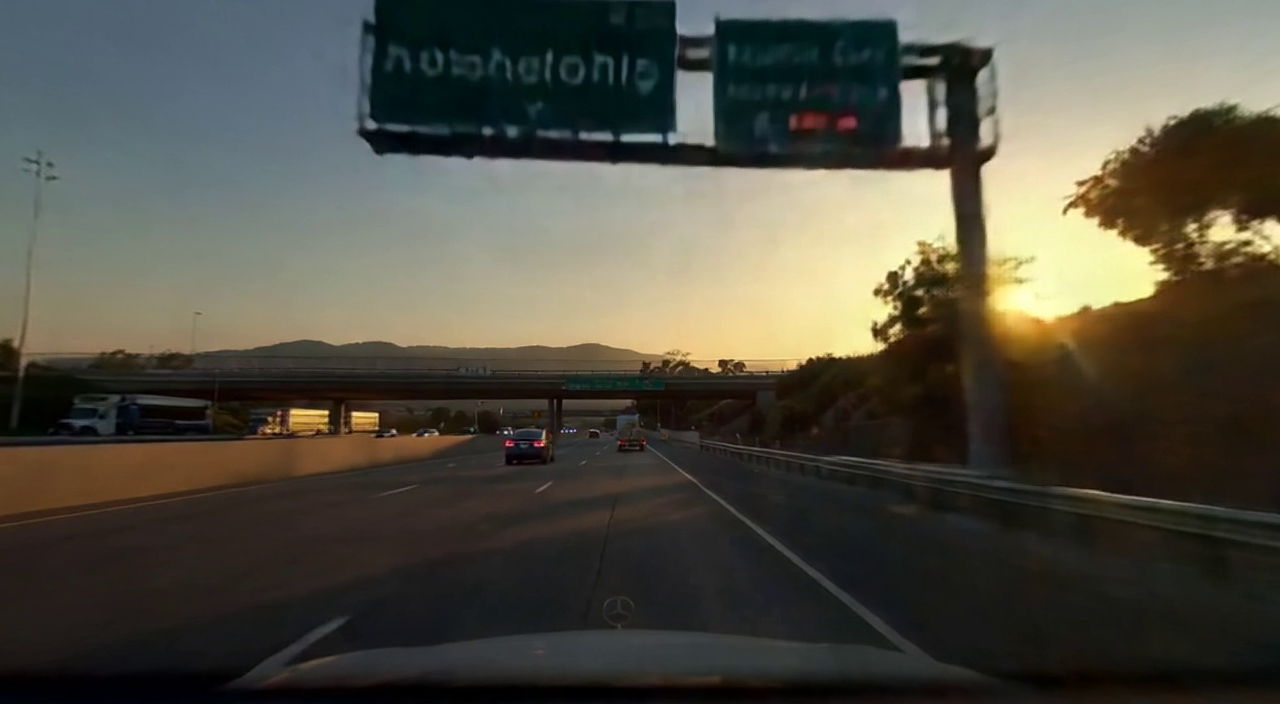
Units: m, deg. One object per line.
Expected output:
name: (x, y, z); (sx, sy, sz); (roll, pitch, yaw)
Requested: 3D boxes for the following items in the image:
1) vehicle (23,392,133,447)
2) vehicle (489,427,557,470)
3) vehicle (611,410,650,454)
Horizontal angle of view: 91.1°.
vehicle: (-41.691, 5.100, 46.906); (3.085, 3.843, 5.439); (1, -7, -2)
vehicle: (-4.504, 3.748, 24.760); (1.932, 1.544, 3.864); (0, -8, 0)
vehicle: (-0.681, 5.344, 41.929); (2.418, 2.704, 6.445); (0, -8, -2)
